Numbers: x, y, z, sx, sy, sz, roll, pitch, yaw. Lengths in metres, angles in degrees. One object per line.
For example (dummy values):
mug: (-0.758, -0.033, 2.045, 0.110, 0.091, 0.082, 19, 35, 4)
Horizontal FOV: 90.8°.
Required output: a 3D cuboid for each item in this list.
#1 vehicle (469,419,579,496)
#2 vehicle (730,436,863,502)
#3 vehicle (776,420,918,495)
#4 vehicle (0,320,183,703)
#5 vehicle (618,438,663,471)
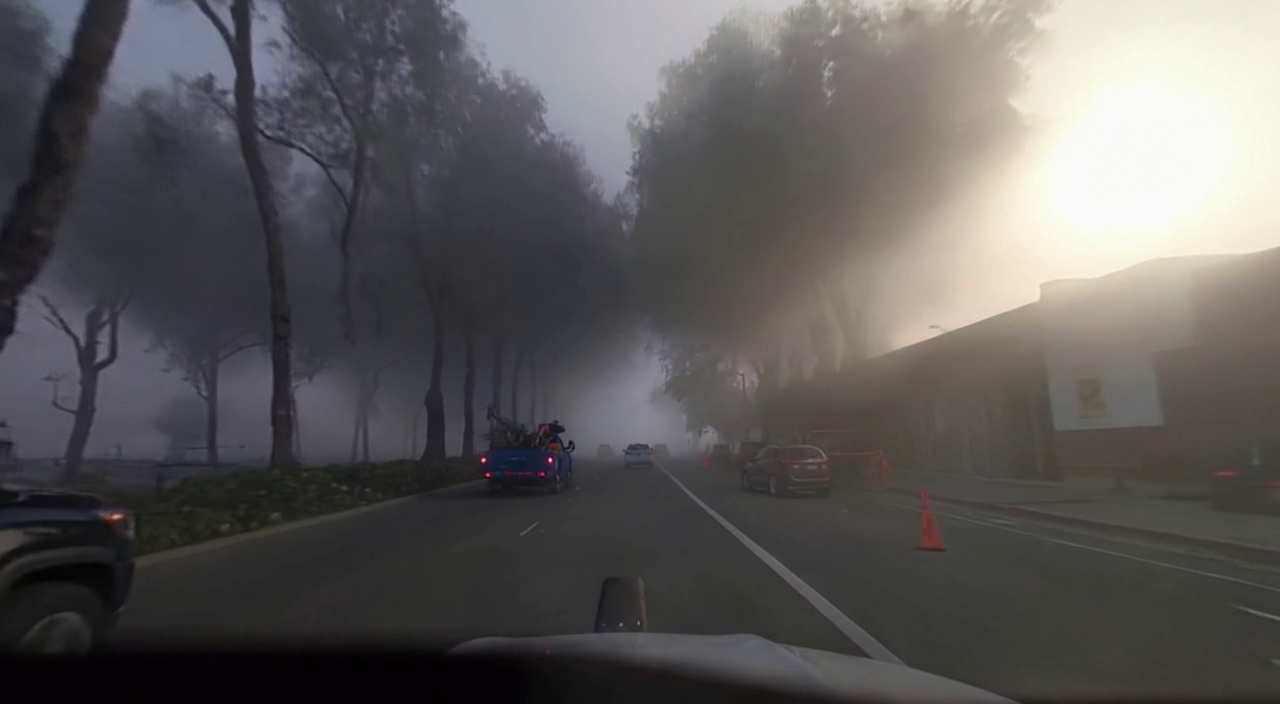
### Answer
vehicle: (-3.409, 3.260, 19.921, 2.424, 2.063, 5.678, 0, -8, -1)
vehicle: (4.199, 3.214, 17.862, 2.082, 1.601, 4.451, 1, -8, -8)
vehicle: (6.608, 3.471, 21.159, 2.921, 2.166, 5.422, 0, -8, 0)
vehicle: (-3.708, 0.580, 1.207, 2.327, 1.775, 4.430, 0, -8, 0)
vehicle: (-0.045, 5.876, 36.446, 2.413, 1.748, 4.406, 0, -8, -2)
